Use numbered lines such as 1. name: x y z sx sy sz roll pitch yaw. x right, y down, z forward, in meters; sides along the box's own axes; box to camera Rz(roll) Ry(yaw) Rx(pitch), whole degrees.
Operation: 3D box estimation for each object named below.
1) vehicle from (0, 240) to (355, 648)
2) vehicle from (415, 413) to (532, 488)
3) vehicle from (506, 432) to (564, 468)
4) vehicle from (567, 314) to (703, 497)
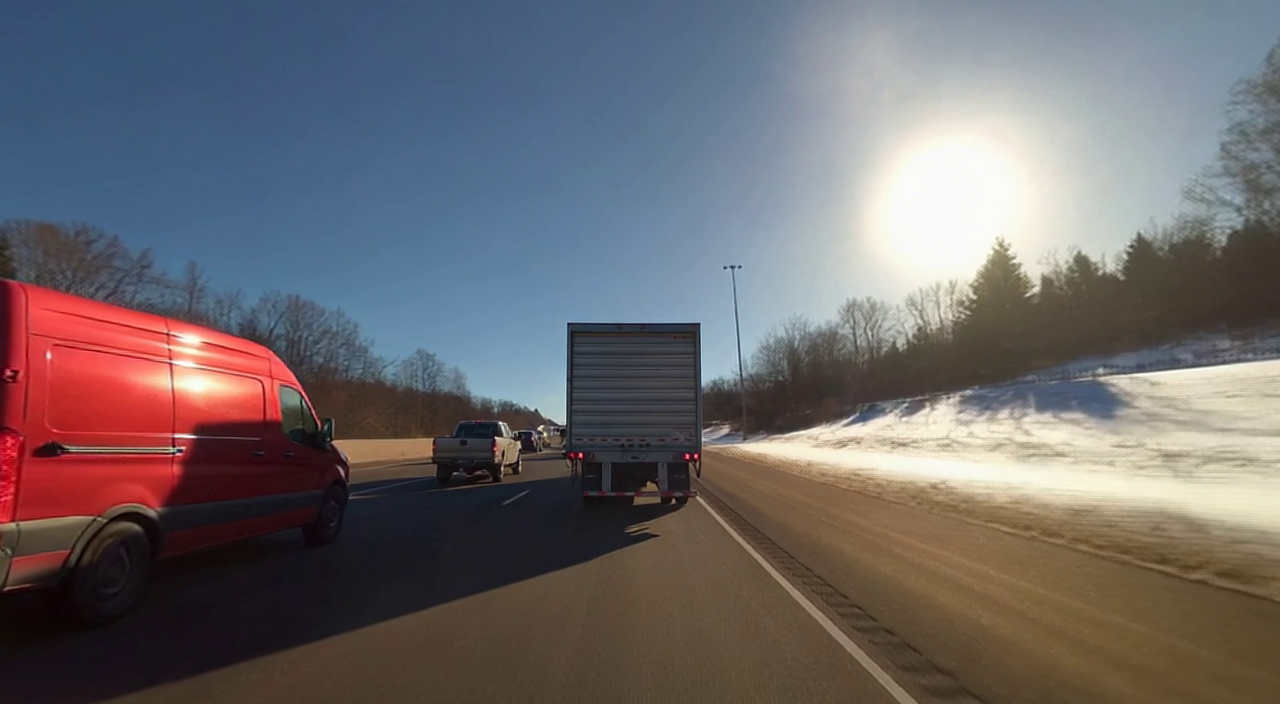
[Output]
1. vehicle: -5.246 0.858 6.020 2.478 2.515 5.438 0 -8 -1
2. vehicle: -4.859 2.949 19.252 2.168 1.985 4.952 0 -8 0
3. vehicle: -4.848 4.574 29.652 1.931 1.539 4.441 0 -8 0
4. vehicle: -0.212 1.826 18.913 2.953 4.041 10.072 0 -8 -1
